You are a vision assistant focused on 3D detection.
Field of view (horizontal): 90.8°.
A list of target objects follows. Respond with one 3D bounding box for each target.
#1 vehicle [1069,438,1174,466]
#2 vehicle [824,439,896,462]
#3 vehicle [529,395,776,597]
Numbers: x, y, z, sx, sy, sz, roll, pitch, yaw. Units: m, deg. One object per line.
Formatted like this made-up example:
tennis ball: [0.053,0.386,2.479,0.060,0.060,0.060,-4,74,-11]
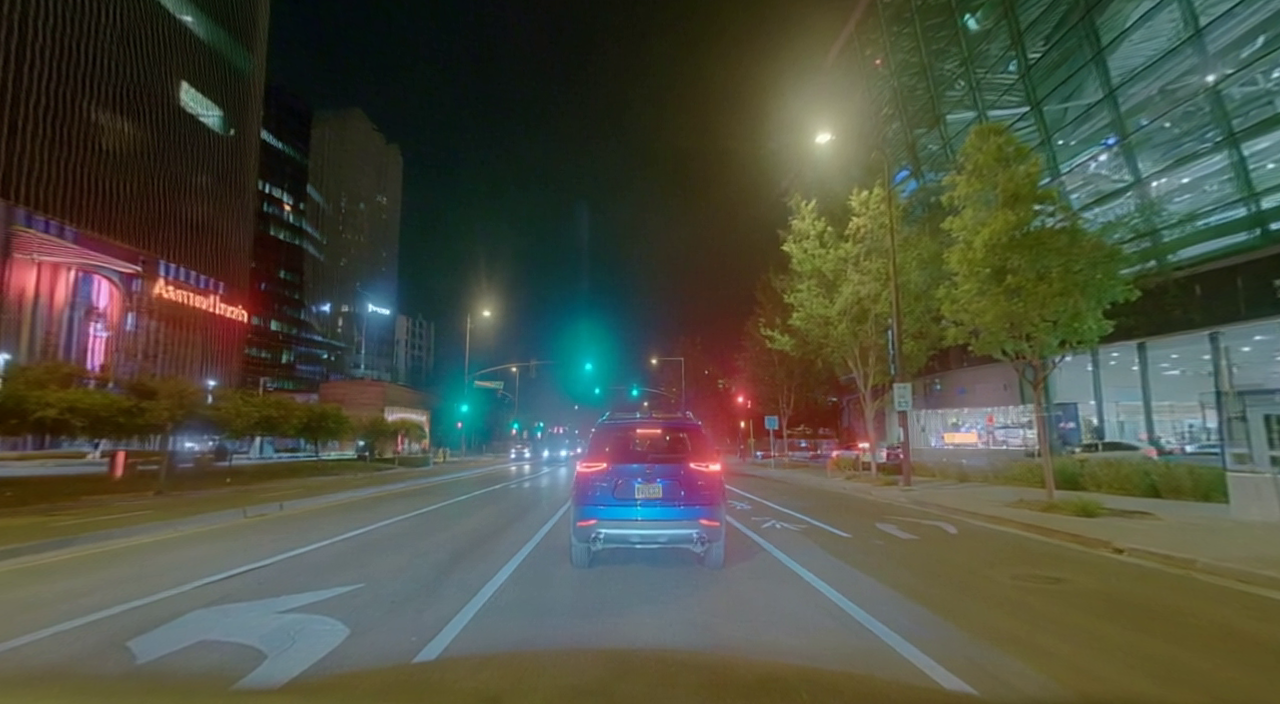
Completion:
vehicle: [28.993,6.030,38.162,4.571,1.558,2.171,0,-9,-2]
vehicle: [15.661,7.014,45.105,4.422,1.563,1.751,0,-8,-1]
vehicle: [0.010,1.573,7.701,2.183,1.765,4.059,0,-9,-3]
